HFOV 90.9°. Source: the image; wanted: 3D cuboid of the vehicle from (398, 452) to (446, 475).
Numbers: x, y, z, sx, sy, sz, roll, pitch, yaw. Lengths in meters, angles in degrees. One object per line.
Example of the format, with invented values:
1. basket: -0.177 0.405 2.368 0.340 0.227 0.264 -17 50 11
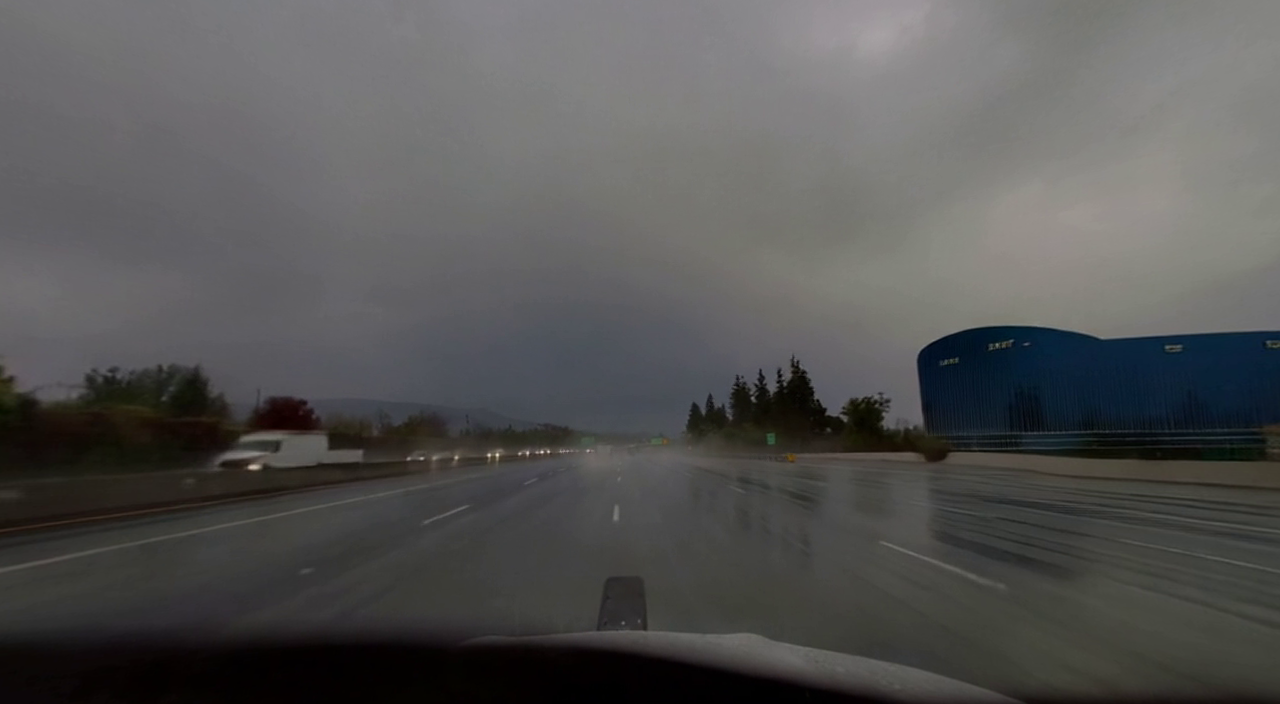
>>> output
1. vehicle: -15.737 8.058 45.779 1.946 1.531 4.538 0 -9 -1

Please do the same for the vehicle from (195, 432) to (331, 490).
1. vehicle: -14.029 4.090 23.913 2.125 1.915 4.942 0 -9 -1
